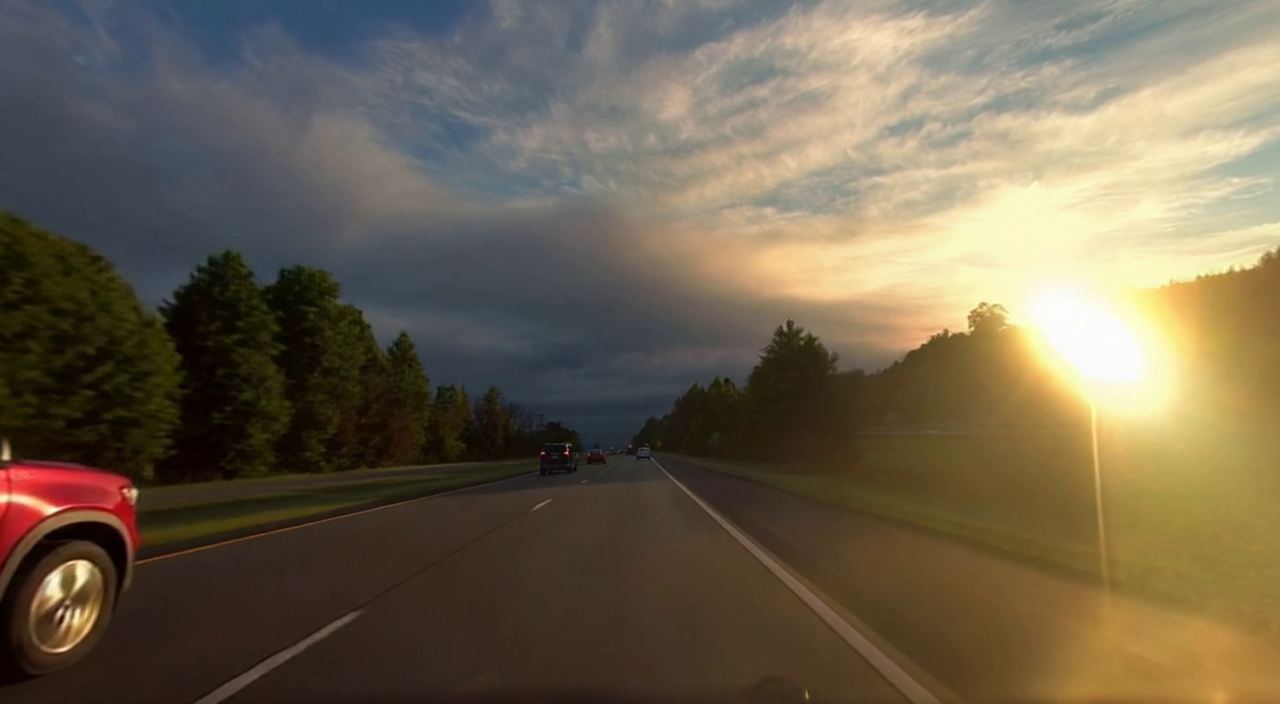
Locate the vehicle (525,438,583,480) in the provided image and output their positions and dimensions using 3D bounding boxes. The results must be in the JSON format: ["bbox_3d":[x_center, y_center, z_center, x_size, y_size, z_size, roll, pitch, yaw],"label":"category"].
[{"bbox_3d":[-3.980,5.058,29.902,2.056,1.811,4.202,0,-9,1],"label":"vehicle"}]

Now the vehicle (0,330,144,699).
[{"bbox_3d":[-4.462,0.637,1.867,2.102,1.941,4.703,0,-9,0],"label":"vehicle"}]
